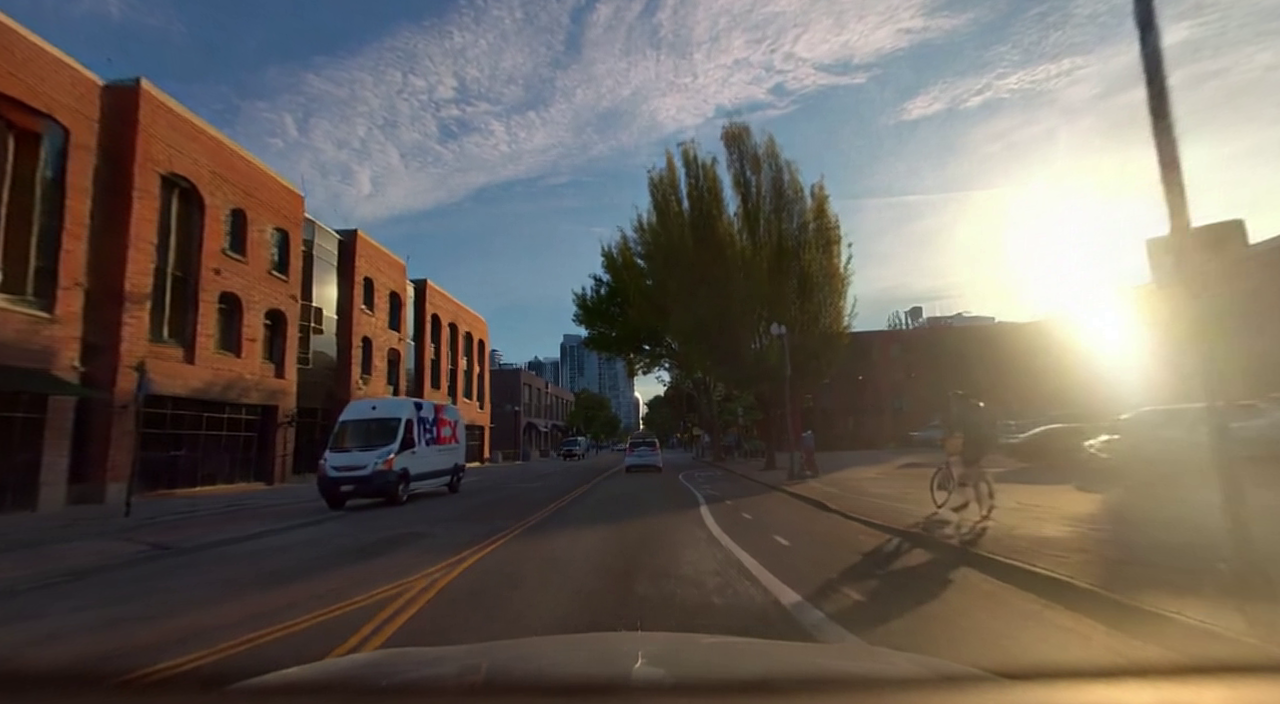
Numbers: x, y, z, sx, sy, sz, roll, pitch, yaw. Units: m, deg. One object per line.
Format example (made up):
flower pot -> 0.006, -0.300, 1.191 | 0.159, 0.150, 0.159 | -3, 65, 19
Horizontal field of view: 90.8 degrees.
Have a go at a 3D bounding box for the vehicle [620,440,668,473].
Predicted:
vehicle -> 0.253, 5.494, 33.529 | 2.356, 1.572, 4.810 | 0, -8, 2

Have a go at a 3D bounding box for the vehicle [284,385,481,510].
vehicle -> -7.212, 2.839, 19.122 | 2.754, 3.065, 7.103 | 0, -8, 2
